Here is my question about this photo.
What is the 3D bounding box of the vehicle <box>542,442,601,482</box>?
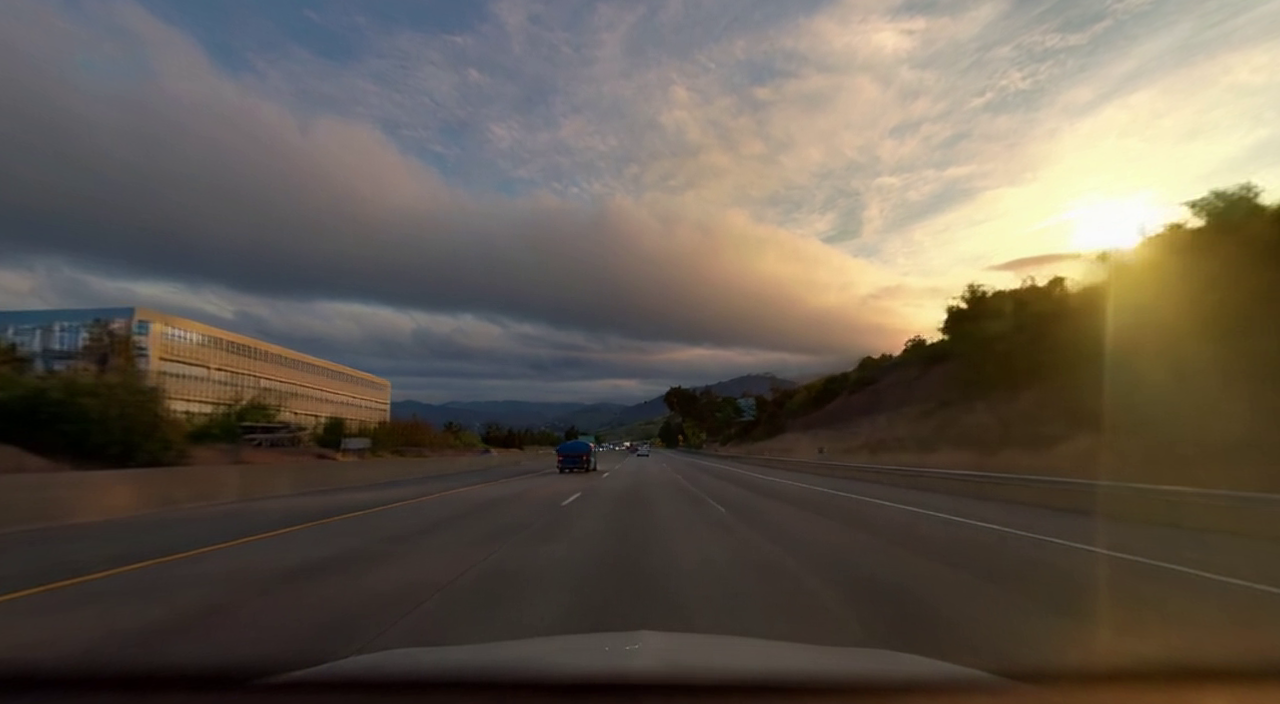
[{"bbox_3d":[-2.859,4.698,27.178,1.965,1.556,3.971,-1,-9,2],"label":"vehicle"}]
